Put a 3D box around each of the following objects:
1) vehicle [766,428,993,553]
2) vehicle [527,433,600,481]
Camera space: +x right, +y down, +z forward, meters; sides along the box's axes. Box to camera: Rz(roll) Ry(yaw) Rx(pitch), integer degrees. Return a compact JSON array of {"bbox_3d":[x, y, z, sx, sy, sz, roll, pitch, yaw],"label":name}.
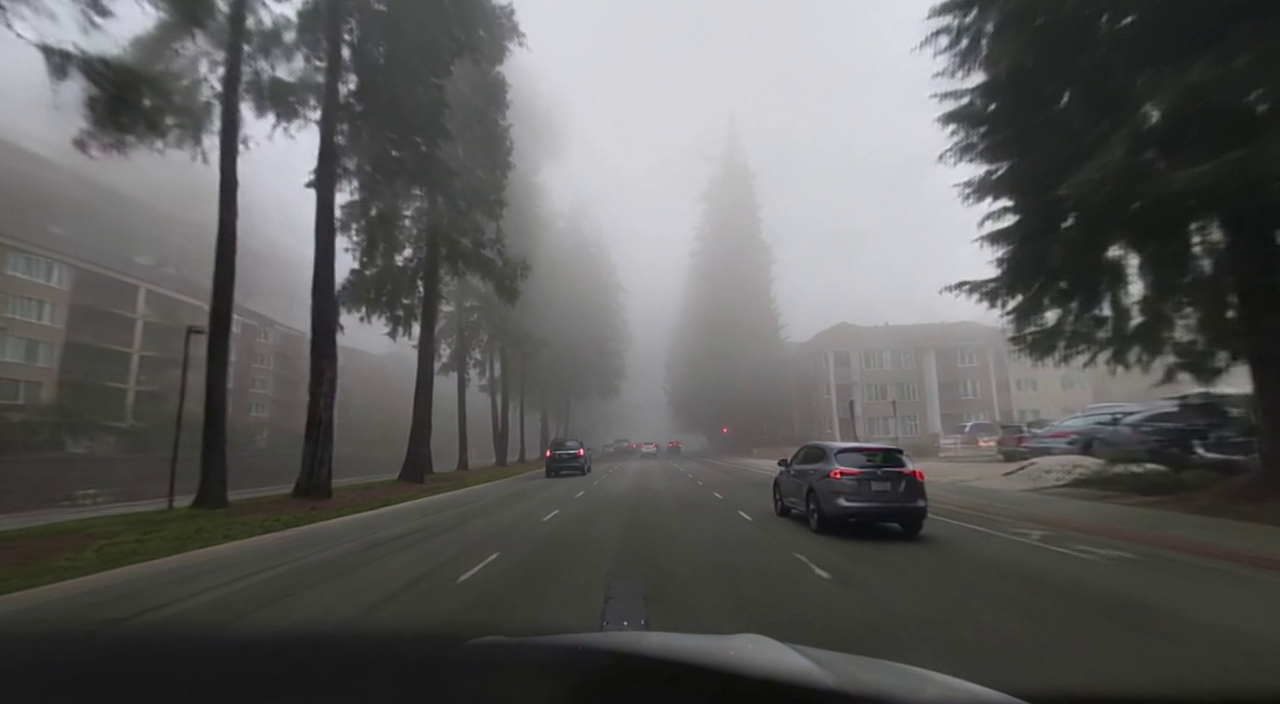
[{"bbox_3d":[3.402,2.038,10.020,1.945,1.530,4.320,0,-8,1],"label":"vehicle"},{"bbox_3d":[-3.103,4.397,26.755,2.216,1.828,4.886,-1,-8,3],"label":"vehicle"}]
